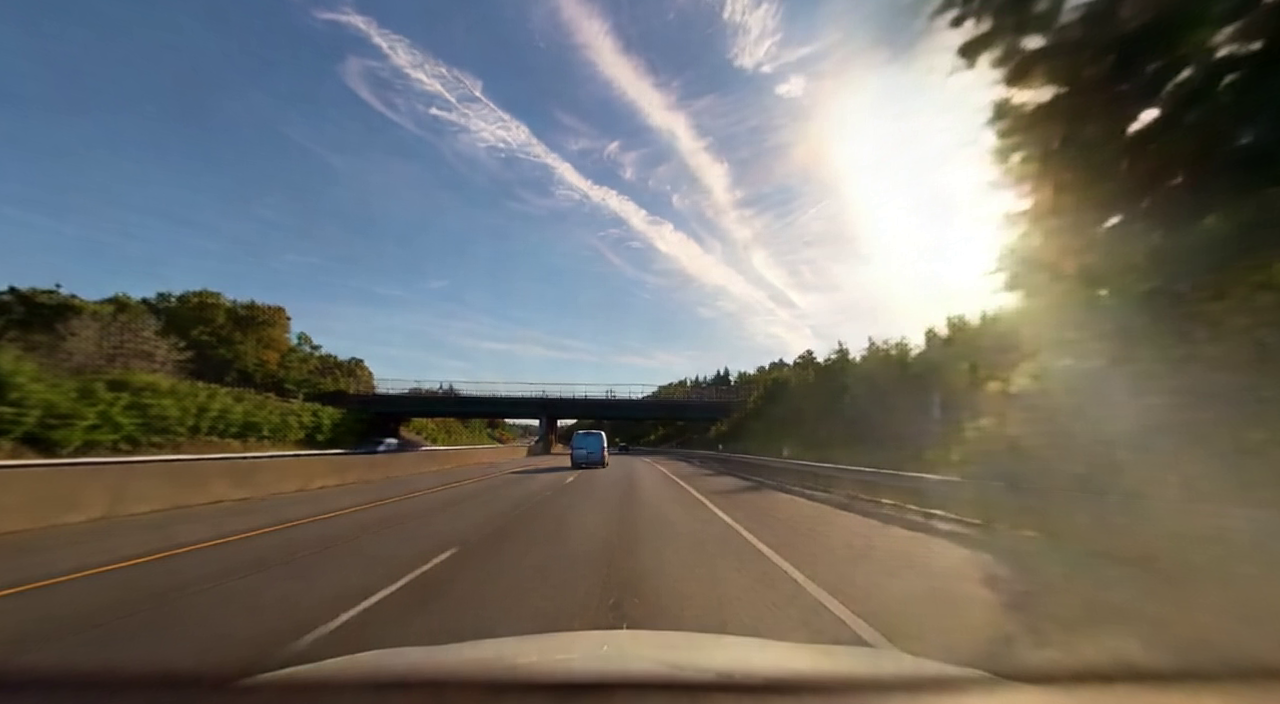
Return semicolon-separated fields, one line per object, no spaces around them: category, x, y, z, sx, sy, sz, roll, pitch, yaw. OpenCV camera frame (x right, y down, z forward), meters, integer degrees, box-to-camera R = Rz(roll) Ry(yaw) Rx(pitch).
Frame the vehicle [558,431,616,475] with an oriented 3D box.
vehicle;-2.392;4.764;30.022;2.372;1.891;5.061;0;-8;0

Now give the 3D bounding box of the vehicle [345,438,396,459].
vehicle;-18.180;6.527;42.611;1.768;1.378;3.954;0;-8;-1
